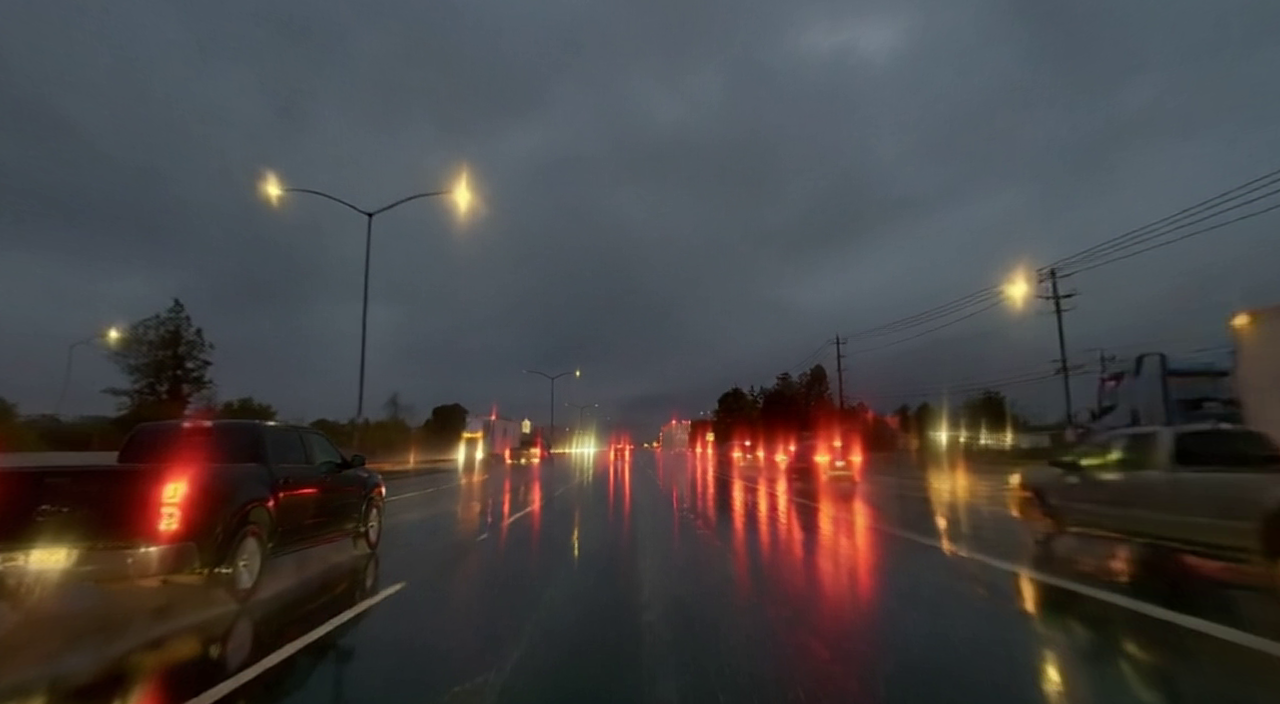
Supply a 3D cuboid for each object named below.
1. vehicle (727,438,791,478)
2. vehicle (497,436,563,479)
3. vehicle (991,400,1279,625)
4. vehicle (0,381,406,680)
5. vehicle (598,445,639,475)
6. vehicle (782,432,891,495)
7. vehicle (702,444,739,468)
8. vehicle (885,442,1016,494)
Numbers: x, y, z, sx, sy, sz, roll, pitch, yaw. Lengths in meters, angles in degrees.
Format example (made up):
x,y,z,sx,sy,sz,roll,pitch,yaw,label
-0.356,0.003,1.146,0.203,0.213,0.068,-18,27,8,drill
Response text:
x,y,z,sx,sy,sz,roll,pitch,yaw,label
5.707,5.137,30.866,2.086,1.783,4.868,1,-9,-2,vehicle
-4.940,4.828,29.070,2.147,1.825,4.602,0,-9,1,vehicle
5.700,1.436,6.268,1.989,1.642,4.082,0,-9,-1,vehicle
-4.092,1.341,5.861,2.127,1.705,4.374,0,-9,0,vehicle
-1.122,5.828,34.274,2.060,1.508,4.308,0,-9,-1,vehicle
5.848,3.376,19.339,1.977,1.705,4.078,0,-9,-1,vehicle
5.703,7.422,45.211,1.978,1.607,4.245,0,-9,-1,vehicle
10.150,3.804,21.087,1.969,1.521,4.580,0,-9,-1,vehicle
